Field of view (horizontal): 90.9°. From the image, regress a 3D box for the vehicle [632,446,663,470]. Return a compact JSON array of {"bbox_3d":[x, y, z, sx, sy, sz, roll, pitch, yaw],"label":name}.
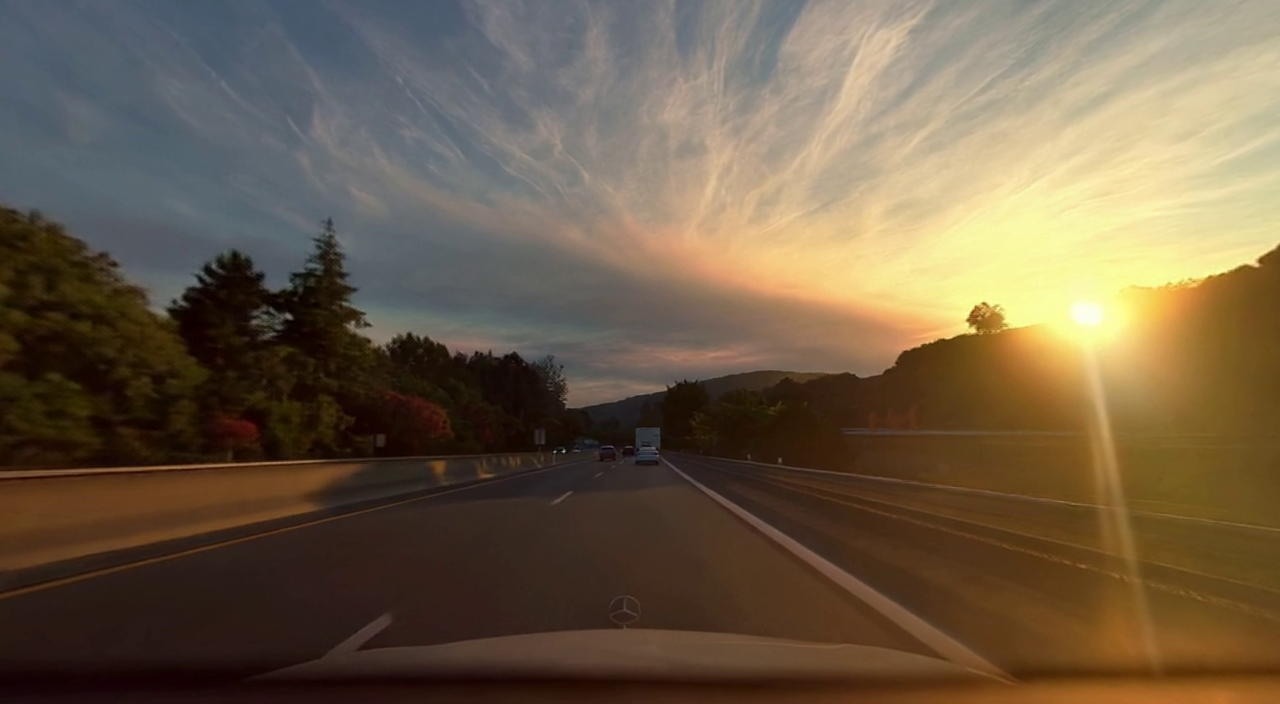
[{"bbox_3d":[0.502,6.959,41.410,1.934,1.488,3.832,0,-9,1],"label":"vehicle"}]
